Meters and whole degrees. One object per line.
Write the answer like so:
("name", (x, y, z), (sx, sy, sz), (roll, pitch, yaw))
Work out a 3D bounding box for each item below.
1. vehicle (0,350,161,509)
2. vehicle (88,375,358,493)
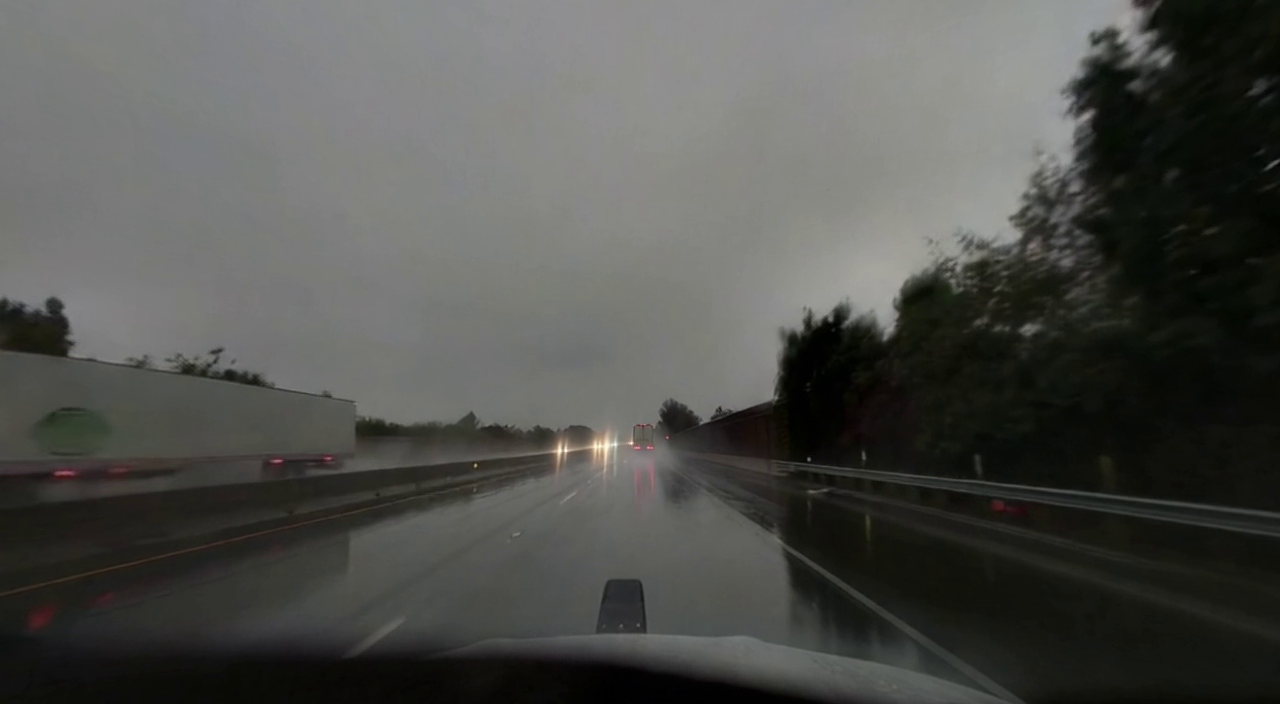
("vehicle", (-17.457, 1.918, 15.668), (2.964, 3.929, 10.326), (0, -9, 0))
("vehicle", (-17.479, 3.858, 28.786), (2.840, 4.054, 14.000), (0, -9, 0))
